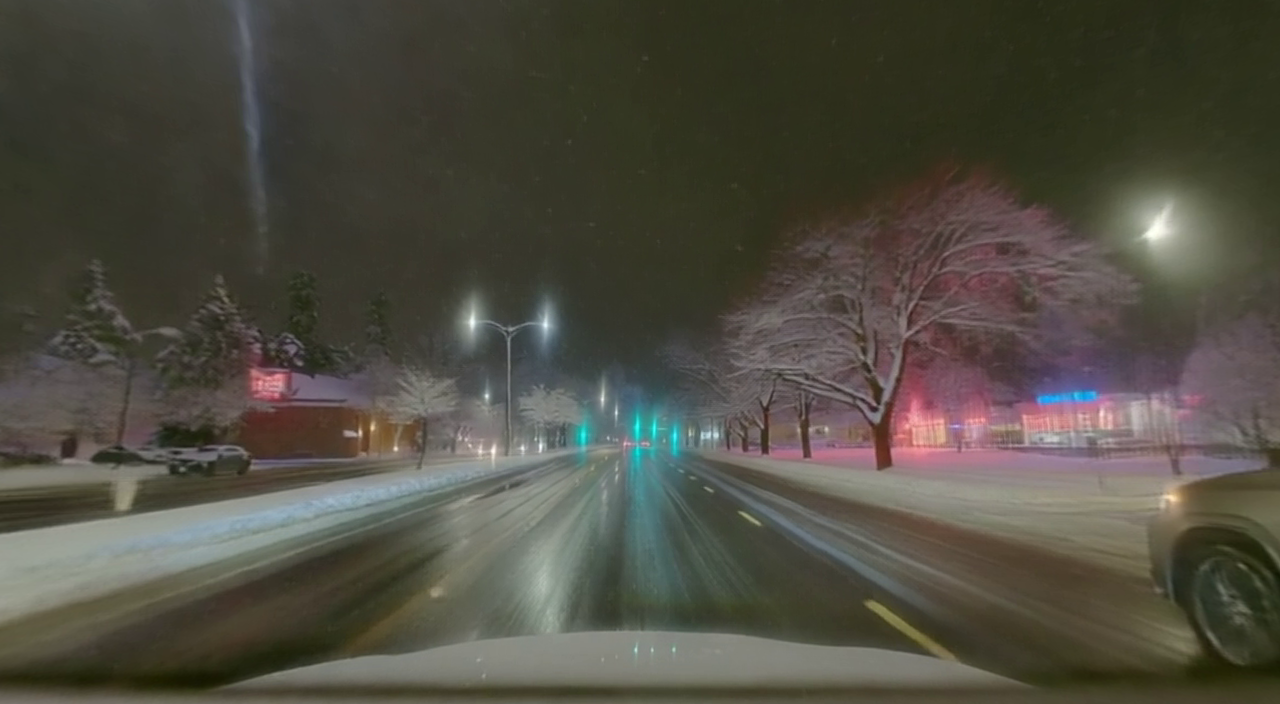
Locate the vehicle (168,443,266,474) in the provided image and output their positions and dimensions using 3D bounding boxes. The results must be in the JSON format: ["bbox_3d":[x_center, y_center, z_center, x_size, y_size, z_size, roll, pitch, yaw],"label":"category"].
[{"bbox_3d":[-22.569,5.669,33.971,1.864,1.510,4.664,0,-8,2],"label":"vehicle"}]

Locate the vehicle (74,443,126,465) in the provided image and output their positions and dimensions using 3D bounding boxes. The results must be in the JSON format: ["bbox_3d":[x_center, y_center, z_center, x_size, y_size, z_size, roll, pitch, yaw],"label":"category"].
[{"bbox_3d":[-37.955,7.146,44.493,1.929,1.428,3.799,4,-9,-28],"label":"vehicle"}]

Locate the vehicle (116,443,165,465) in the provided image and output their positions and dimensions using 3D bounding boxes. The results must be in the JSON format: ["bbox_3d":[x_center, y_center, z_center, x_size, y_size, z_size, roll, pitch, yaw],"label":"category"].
[{"bbox_3d":[-35.171,7.157,44.543,1.829,1.448,4.124,4,-9,-27],"label":"vehicle"}]

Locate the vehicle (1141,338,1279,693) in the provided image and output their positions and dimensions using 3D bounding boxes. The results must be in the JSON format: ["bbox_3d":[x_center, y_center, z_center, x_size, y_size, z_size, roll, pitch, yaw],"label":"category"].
[{"bbox_3d":[4.655,0.684,1.819,2.185,1.956,5.128,0,-8,0],"label":"vehicle"}]
